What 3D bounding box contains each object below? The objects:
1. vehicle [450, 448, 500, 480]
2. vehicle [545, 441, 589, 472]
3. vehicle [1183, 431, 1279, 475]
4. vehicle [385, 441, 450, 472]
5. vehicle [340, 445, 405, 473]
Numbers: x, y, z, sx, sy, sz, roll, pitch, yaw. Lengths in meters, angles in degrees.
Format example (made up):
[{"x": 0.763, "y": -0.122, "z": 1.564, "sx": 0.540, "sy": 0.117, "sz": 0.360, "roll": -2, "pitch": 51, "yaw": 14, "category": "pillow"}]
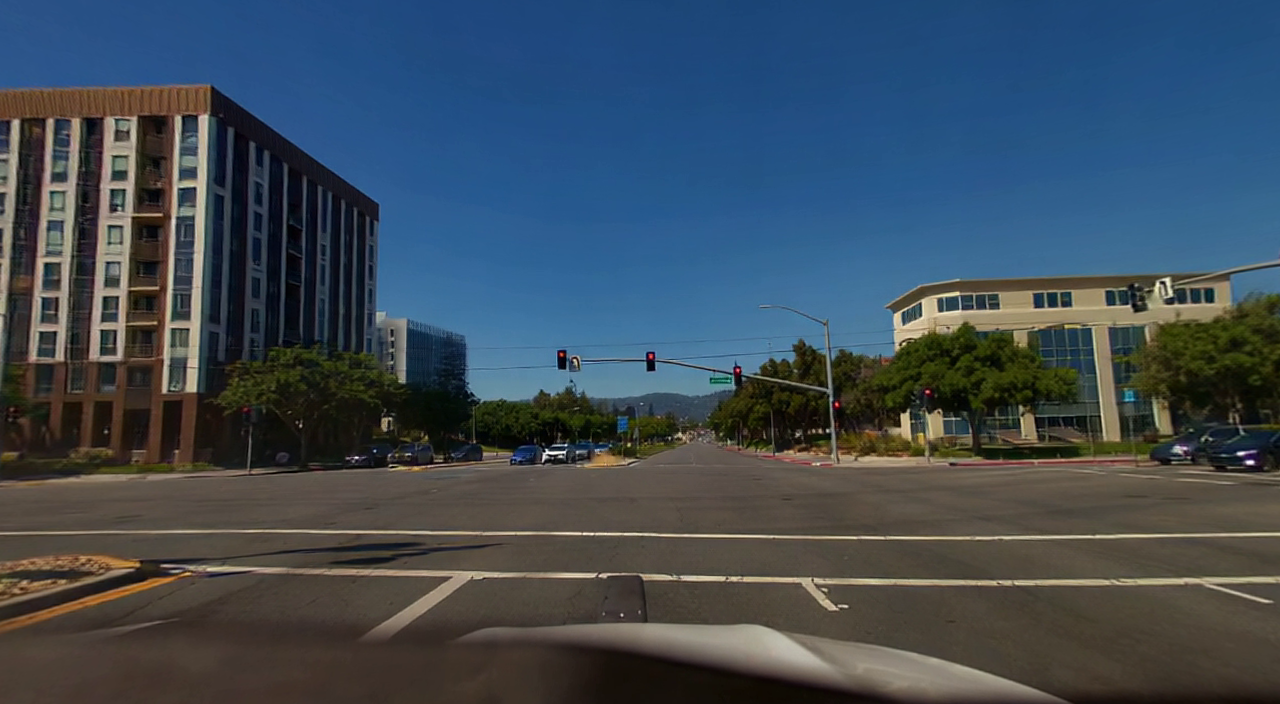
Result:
[{"x": -7.341, "y": 4.975, "z": 28.406, "sx": 1.910, "sy": 1.288, "sz": 4.093, "roll": 1, "pitch": -9, "yaw": -11, "category": "vehicle"}, {"x": -3.916, "y": 5.491, "z": 33.371, "sx": 2.109, "sy": 1.461, "sz": 4.637, "roll": 1, "pitch": -9, "yaw": -9, "category": "vehicle"}, {"x": 22.319, "y": 3.557, "z": 22.356, "sx": 4.474, "sy": 1.477, "sz": 1.908, "roll": 0, "pitch": -9, "yaw": -2, "category": "vehicle"}, {"x": -15.126, "y": 7.121, "z": 43.244, "sx": 2.340, "sy": 1.946, "sz": 5.450, "roll": -1, "pitch": -9, "yaw": 1, "category": "vehicle"}, {"x": -18.544, "y": 7.412, "z": 44.089, "sx": 2.237, "sy": 1.842, "sz": 5.116, "roll": 0, "pitch": -9, "yaw": 0, "category": "vehicle"}]
